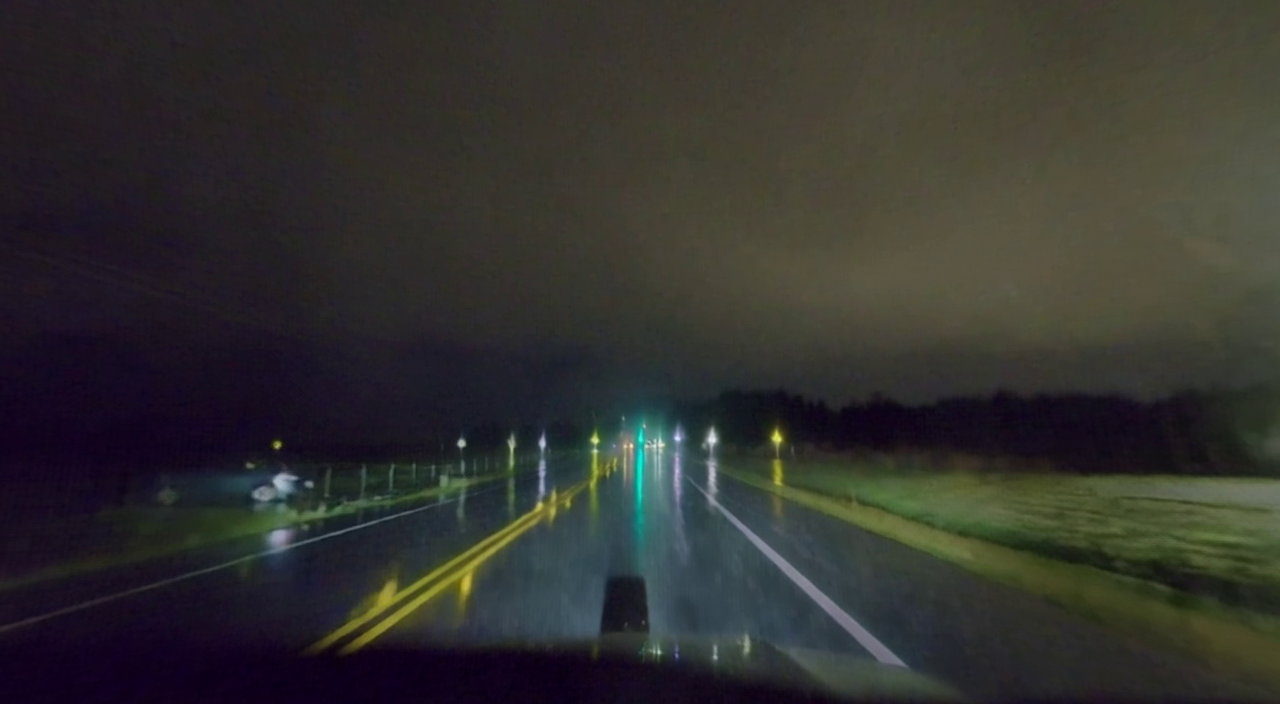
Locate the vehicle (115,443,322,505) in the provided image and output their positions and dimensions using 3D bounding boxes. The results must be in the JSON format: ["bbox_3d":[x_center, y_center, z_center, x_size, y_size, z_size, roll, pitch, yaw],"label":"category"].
[{"bbox_3d":[-12.781,3.700,19.409,4.813,1.763,2.048,0,-8,-2],"label":"vehicle"}]
